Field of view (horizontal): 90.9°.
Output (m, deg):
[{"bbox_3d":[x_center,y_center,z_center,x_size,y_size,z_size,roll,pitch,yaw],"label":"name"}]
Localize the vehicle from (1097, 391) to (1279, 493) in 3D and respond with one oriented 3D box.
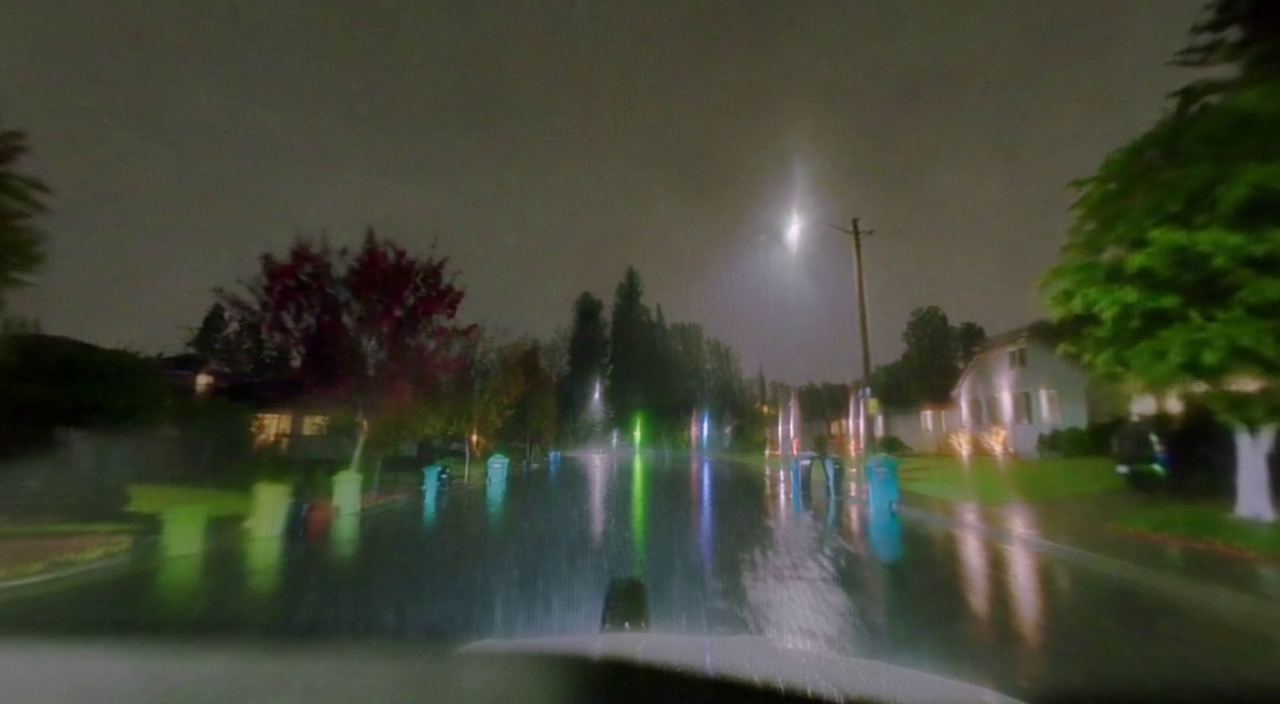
[{"bbox_3d":[12.293,1.839,12.804,4.581,1.853,2.024,2,-8,-7],"label":"vehicle"}]
